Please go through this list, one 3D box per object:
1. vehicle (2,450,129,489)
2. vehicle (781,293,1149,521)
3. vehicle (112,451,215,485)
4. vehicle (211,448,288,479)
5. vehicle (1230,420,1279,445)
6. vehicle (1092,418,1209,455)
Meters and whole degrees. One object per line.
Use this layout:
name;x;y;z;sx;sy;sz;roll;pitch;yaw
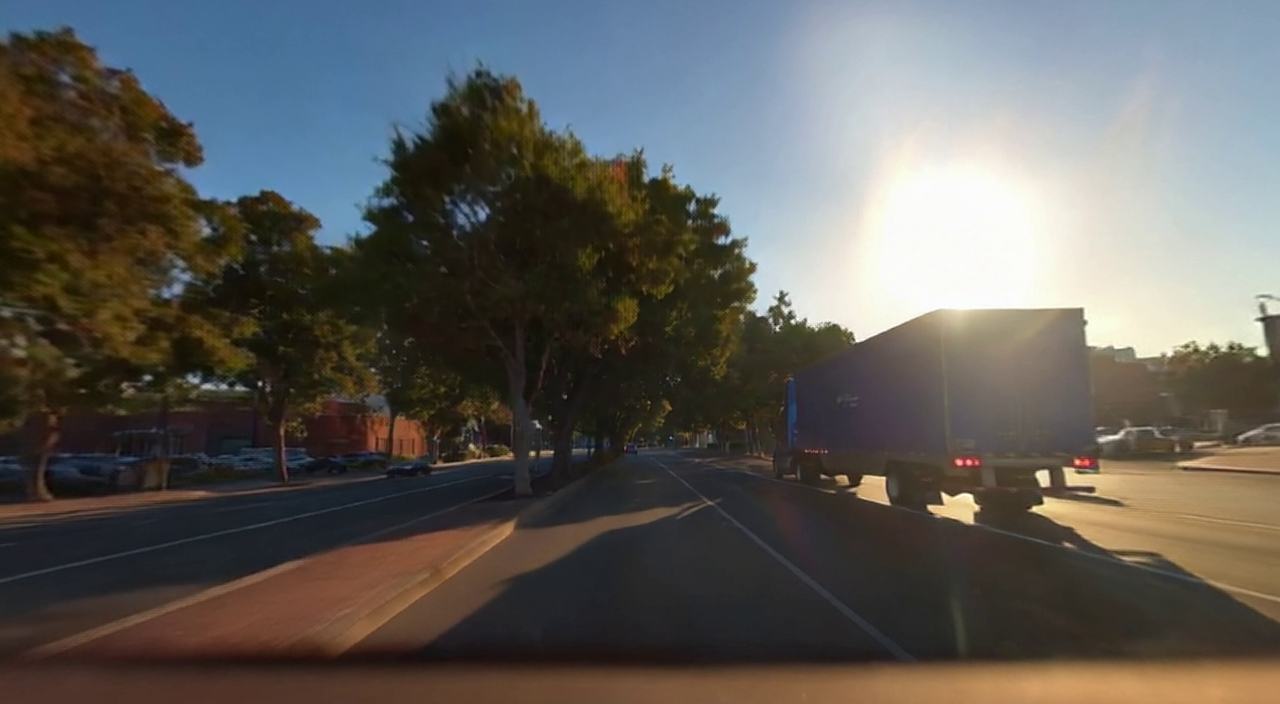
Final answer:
vehicle;-30.326;6.218;33.622;1.995;1.773;4.984;-3;-10;2
vehicle;6.631;1.708;16.240;3.120;3.794;11.510;0;-8;-1
vehicle;-27.992;6.803;37.405;2.037;1.764;5.556;0;-8;-4
vehicle;-26.153;7.520;42.539;2.090;1.772;5.499;-2;-10;-5
vehicle;44.474;5.675;44.614;1.698;1.521;3.784;-5;-10;-1
vehicle;32.391;5.388;40.226;5.310;2.217;2.276;0;-8;2
